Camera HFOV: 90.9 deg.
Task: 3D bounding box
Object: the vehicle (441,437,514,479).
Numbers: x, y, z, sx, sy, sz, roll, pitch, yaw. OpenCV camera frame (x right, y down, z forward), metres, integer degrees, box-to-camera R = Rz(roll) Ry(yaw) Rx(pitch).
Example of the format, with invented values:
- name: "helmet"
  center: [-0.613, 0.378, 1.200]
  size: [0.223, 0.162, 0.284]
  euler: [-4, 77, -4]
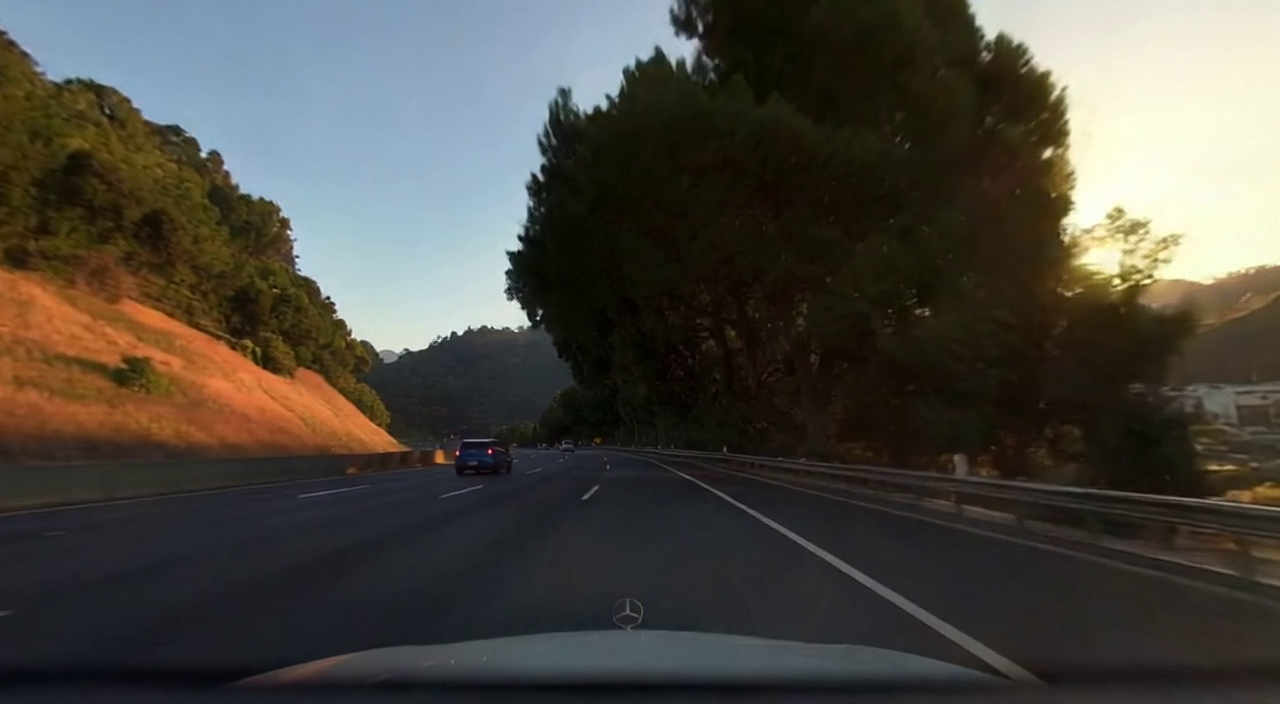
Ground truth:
- name: "vehicle"
  center: [-7.112, 4.679, 28.109]
  size: [2.046, 1.712, 4.533]
  euler: [0, -8, 0]
